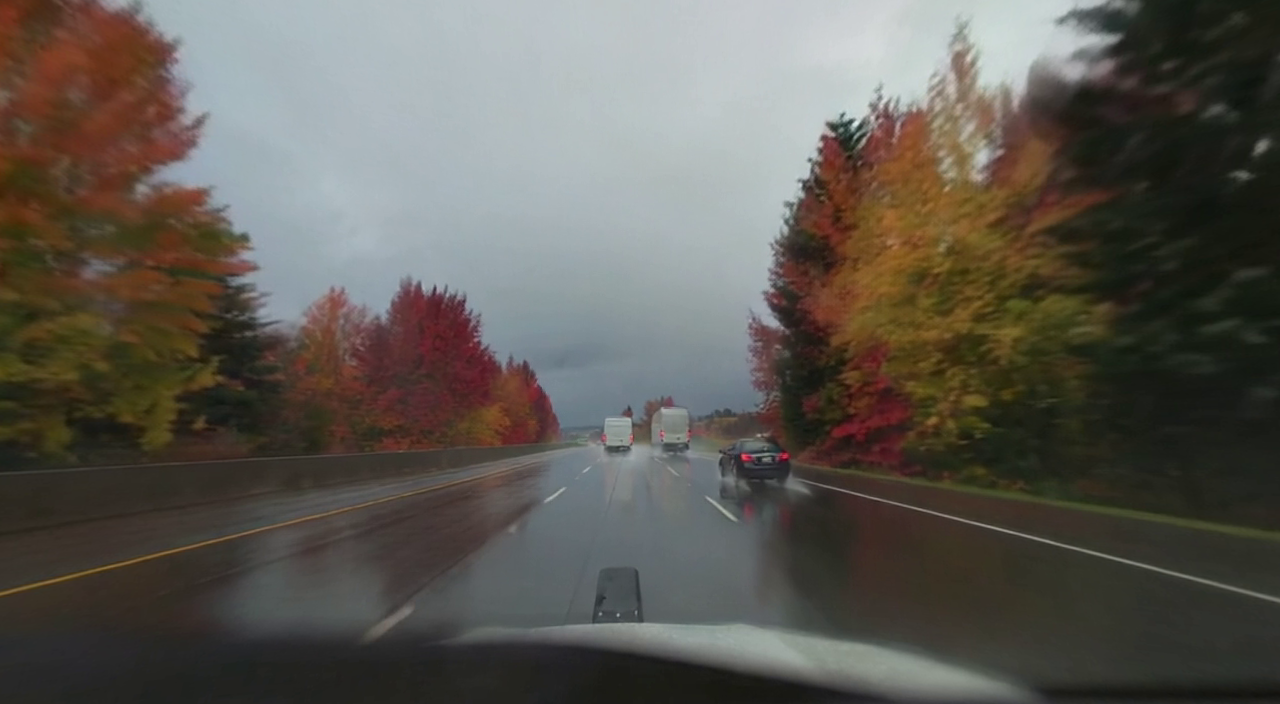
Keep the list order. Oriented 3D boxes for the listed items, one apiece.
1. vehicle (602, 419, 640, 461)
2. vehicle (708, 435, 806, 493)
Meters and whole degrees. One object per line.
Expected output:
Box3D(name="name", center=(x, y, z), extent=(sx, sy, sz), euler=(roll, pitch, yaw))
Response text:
Box3D(name="vehicle", center=(-1.236, 5.947, 42.476), extent=(2.389, 2.637, 5.437), euler=(0, -8, -1))
Box3D(name="vehicle", center=(3.331, 3.238, 18.776), extent=(1.962, 1.508, 4.363), euler=(0, -8, -2))
